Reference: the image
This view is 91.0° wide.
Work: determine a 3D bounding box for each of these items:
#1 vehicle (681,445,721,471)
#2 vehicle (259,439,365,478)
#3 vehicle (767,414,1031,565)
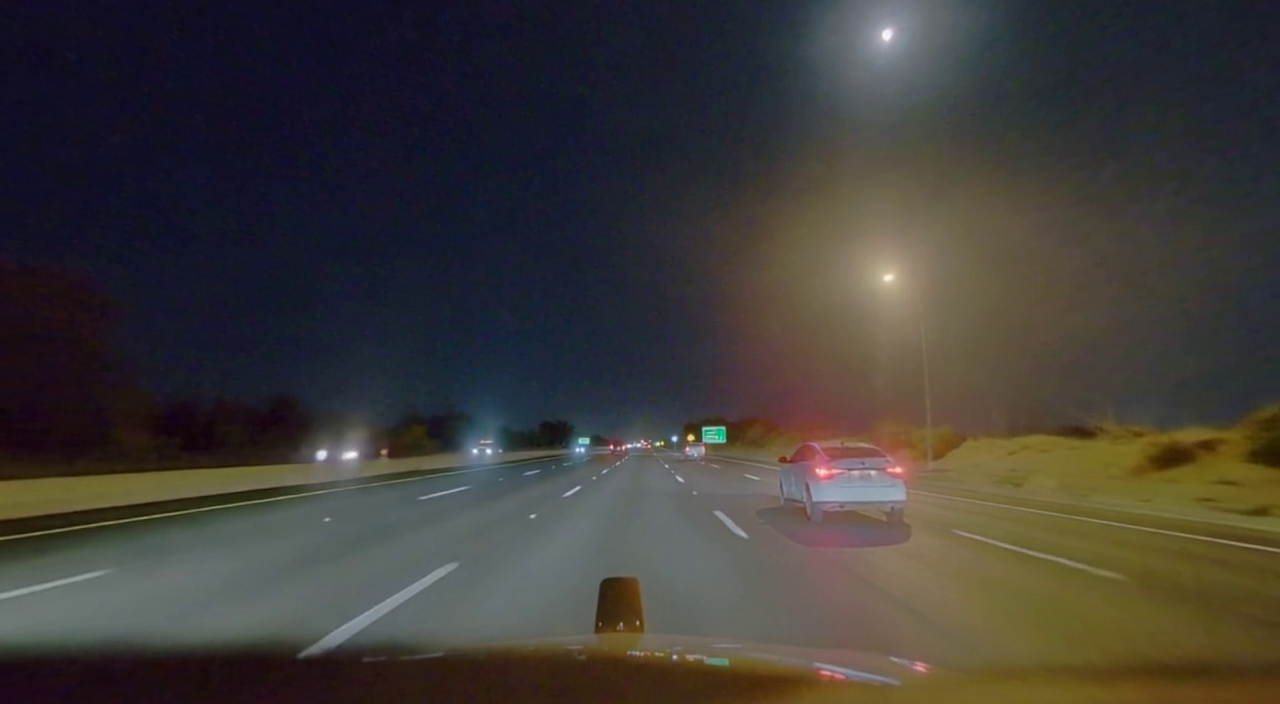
[{"bbox_3d":[3.714,6.518,39.037,2.047,1.501,4.237,0,-9,0],"label":"vehicle"},{"bbox_3d":[-14.234,4.662,27.713,1.977,1.535,4.707,0,-9,2],"label":"vehicle"},{"bbox_3d":[3.326,1.866,9.194,2.095,1.668,4.135,0,-9,0],"label":"vehicle"}]
